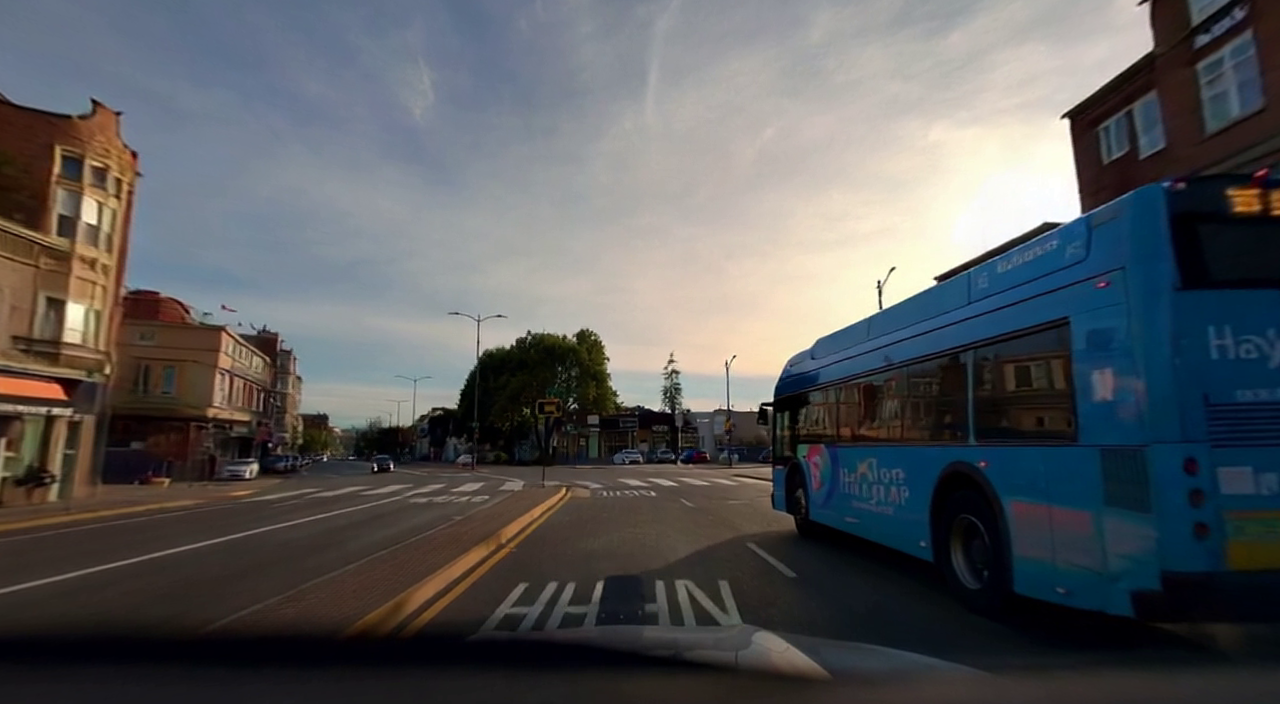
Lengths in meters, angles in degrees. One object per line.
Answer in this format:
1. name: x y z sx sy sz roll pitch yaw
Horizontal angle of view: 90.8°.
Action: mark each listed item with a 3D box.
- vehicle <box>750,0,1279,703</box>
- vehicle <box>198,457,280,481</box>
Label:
1. vehicle: 3.479 0.204 3.051 3.194 3.345 12.428 0 -9 -2
2. vehicle: -27.537 7.995 43.431 4.384 1.500 1.864 7 -11 -40
